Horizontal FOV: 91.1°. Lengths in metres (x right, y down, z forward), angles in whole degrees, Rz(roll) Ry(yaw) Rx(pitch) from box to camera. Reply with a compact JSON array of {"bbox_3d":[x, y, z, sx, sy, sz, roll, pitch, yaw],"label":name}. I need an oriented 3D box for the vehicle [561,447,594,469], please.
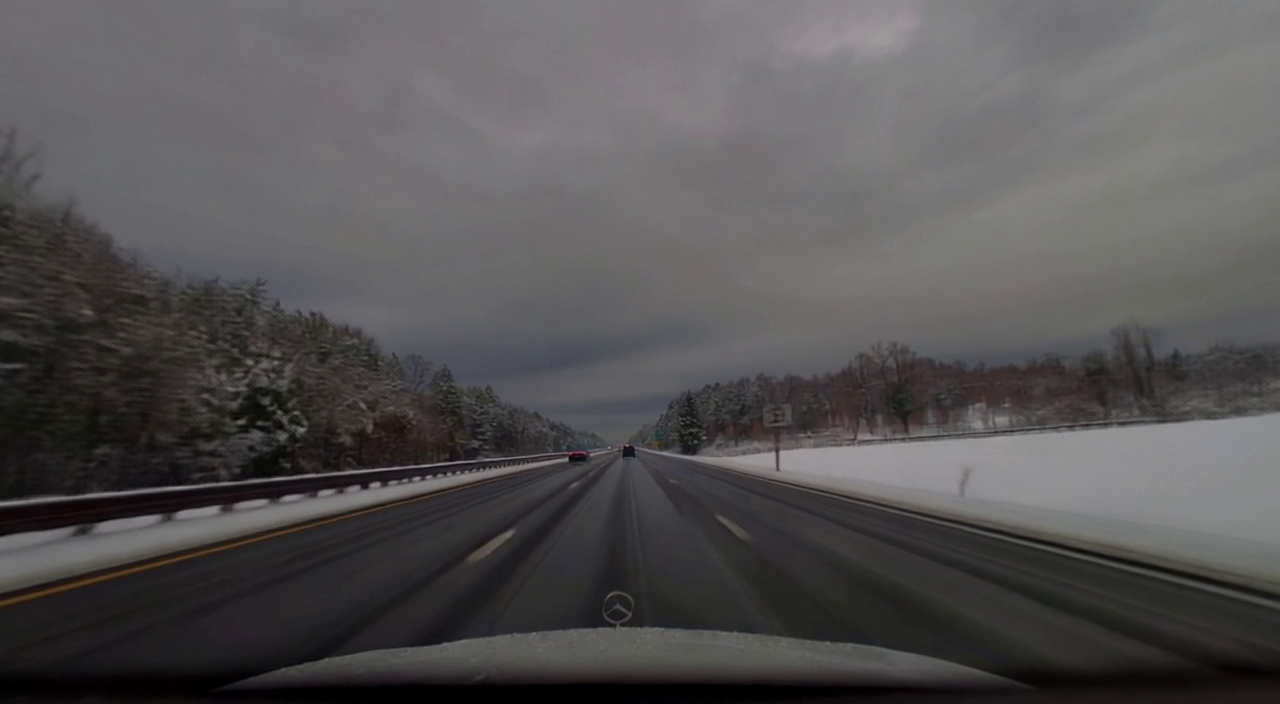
[{"bbox_3d":[-4.283,7.351,43.787,1.970,1.492,3.944,0,-9,-1],"label":"vehicle"}]
